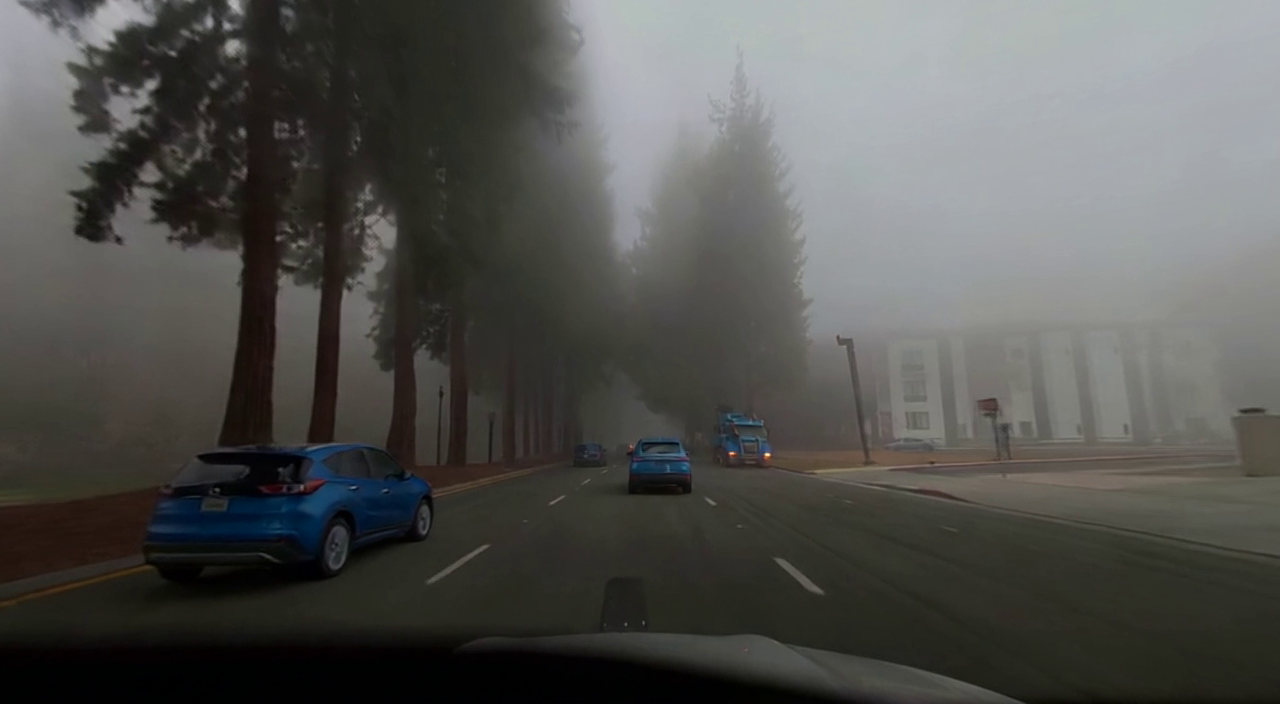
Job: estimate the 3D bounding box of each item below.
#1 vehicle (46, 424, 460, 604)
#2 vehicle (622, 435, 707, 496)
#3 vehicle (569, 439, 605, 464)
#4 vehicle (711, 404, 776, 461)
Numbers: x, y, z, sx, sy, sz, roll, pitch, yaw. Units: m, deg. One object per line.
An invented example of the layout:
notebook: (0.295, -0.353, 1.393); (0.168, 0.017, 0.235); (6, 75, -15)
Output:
vehicle: (-3.979, 1.727, 7.794); (2.003, 1.507, 4.808); (0, -8, 1)
vehicle: (0.595, 3.089, 17.533); (2.086, 1.466, 4.026); (0, -8, 0)
vehicle: (-3.673, 7.010, 44.365); (2.062, 1.641, 4.193); (0, -8, 2)
vehicle: (5.999, 4.815, 37.489); (2.736, 3.078, 5.825); (-1, -8, -1)
